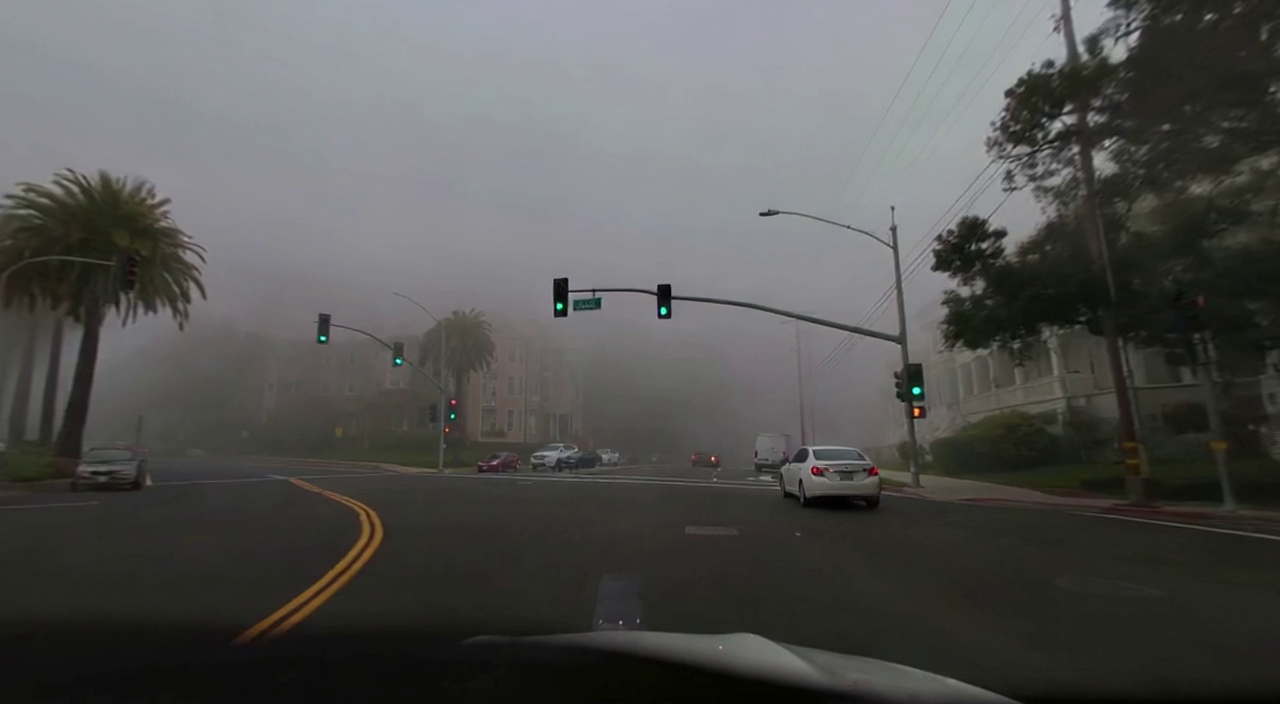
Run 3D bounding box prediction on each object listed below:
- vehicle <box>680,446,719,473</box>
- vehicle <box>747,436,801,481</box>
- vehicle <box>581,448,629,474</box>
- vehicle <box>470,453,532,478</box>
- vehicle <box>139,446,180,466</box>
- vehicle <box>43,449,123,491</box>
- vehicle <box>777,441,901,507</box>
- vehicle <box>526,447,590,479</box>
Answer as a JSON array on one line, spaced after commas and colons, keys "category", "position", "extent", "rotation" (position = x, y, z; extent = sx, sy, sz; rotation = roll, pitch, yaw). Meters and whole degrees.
[{"category": "vehicle", "position": [3.813, 6.773, 39.948], "extent": [1.923, 1.576, 4.026], "rotation": [-2, -9, 12]}, {"category": "vehicle", "position": [6.546, 5.254, 31.357], "extent": [2.109, 2.002, 4.424], "rotation": [-1, -9, 6]}, {"category": "vehicle", "position": [-2.305, 7.280, 42.479], "extent": [1.852, 1.498, 4.238], "rotation": [-6, -9, 16]}, {"category": "vehicle", "position": [-8.066, 6.581, 36.907], "extent": [1.891, 1.358, 3.828], "rotation": [-3, -9, 16]}, {"category": "vehicle", "position": [-37.039, 8.022, 48.674], "extent": [2.013, 1.442, 4.173], "rotation": [8, -12, -42]}, {"category": "vehicle", "position": [-22.790, 4.746, 25.770], "extent": [2.005, 1.533, 4.499], "rotation": [8, -12, -44]}, {"category": "vehicle", "position": [5.264, 3.281, 17.448], "extent": [2.096, 1.552, 4.519], "rotation": [0, -9, 2]}, {"category": "vehicle", "position": [-4.576, 6.256, 36.008], "extent": [1.959, 1.515, 4.668], "rotation": [-2, -7, 15]}]
